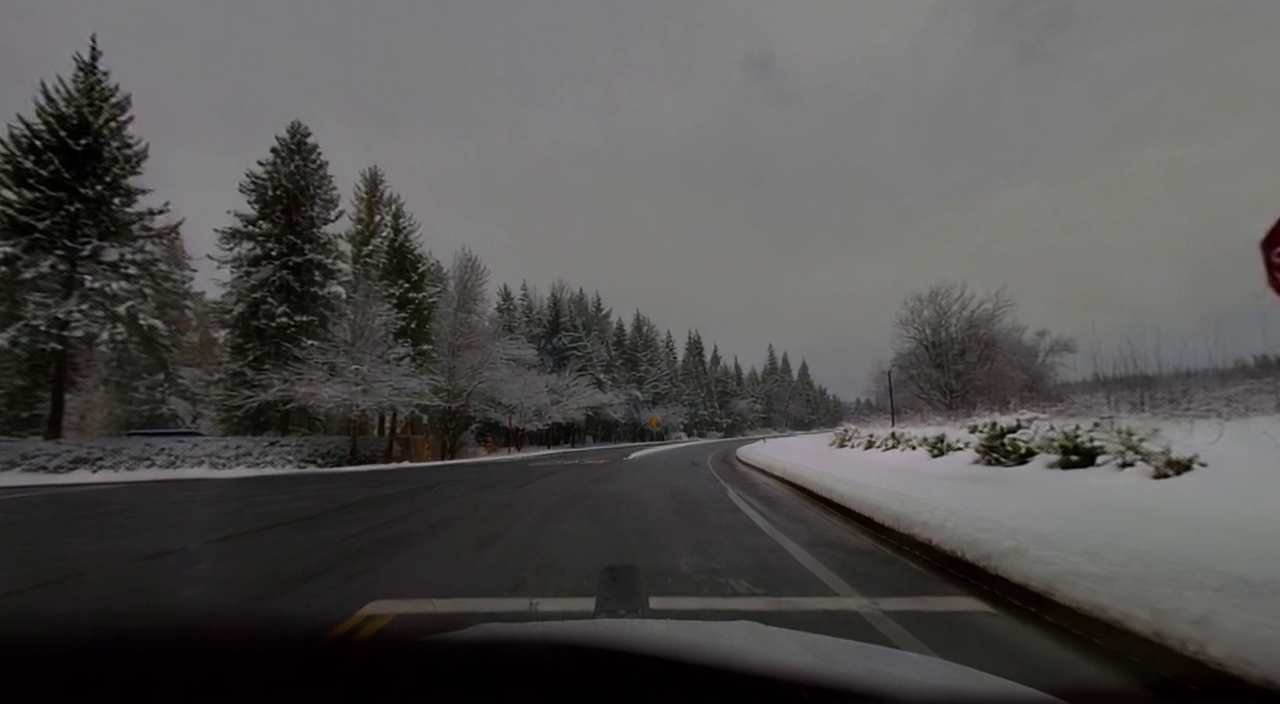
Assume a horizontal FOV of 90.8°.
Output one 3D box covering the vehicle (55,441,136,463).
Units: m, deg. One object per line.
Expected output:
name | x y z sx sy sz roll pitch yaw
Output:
vehicle | -39.363 7.219 45.717 4.258 1.584 1.843 -1 -8 5

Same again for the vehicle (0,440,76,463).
vehicle | -44.408 7.283 46.295 4.229 1.674 1.996 -1 -8 4

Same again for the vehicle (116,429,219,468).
vehicle | -28.020 5.698 37.514 4.733 1.892 1.939 -4 -4 3
